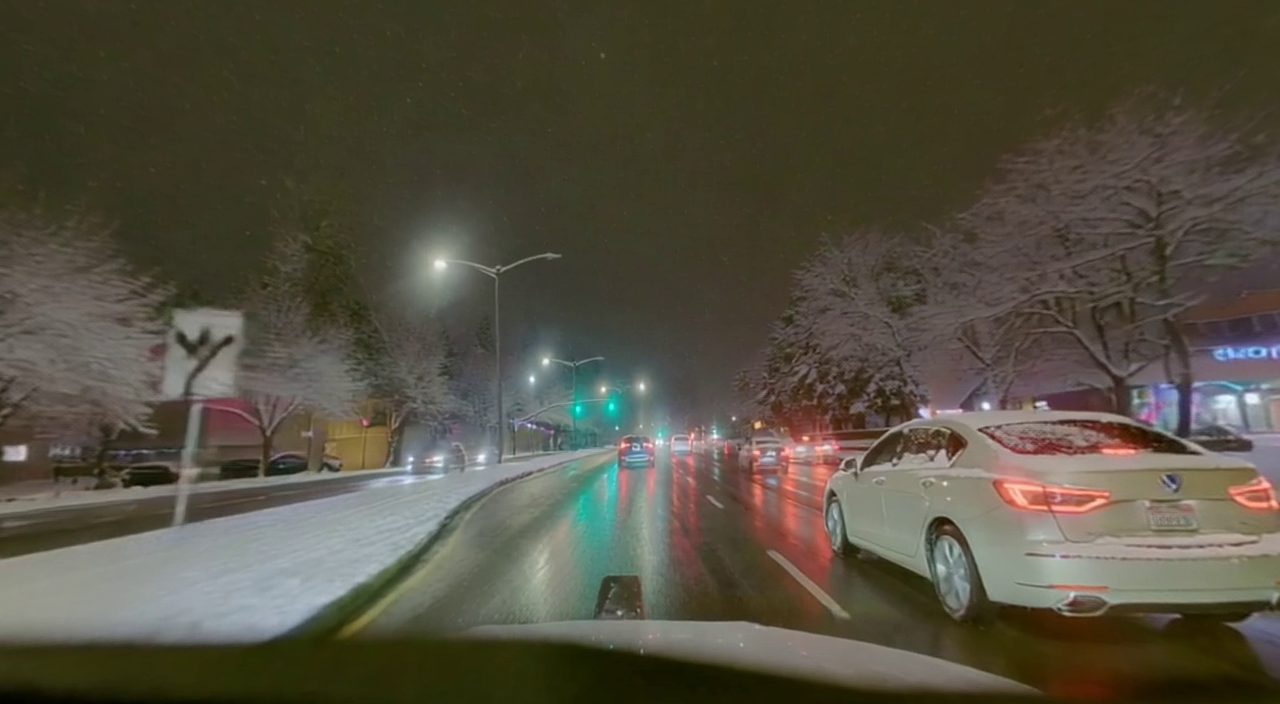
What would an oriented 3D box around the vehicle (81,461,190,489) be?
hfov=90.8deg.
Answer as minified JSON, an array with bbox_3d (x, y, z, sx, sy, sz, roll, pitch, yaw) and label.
[{"bbox_3d":[-29.976,7.297,37.631,4.689,1.535,2.042,0,-8,-1],"label":"vehicle"}]

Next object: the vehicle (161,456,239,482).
[{"bbox_3d":[-30.267,8.051,43.536,4.058,1.535,1.826,-2,-8,-1],"label":"vehicle"}]

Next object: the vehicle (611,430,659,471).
[{"bbox_3d":[-0.217,4.692,30.127,2.106,1.798,4.168,0,-8,0],"label":"vehicle"}]

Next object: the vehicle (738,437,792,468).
[{"bbox_3d":[6.306,5.111,32.290,1.883,1.452,4.258,0,-8,0],"label":"vehicle"}]

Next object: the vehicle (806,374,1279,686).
[{"bbox_3d":[3.196,1.273,5.685,2.153,1.658,4.485,0,-8,0],"label":"vehicle"}]
